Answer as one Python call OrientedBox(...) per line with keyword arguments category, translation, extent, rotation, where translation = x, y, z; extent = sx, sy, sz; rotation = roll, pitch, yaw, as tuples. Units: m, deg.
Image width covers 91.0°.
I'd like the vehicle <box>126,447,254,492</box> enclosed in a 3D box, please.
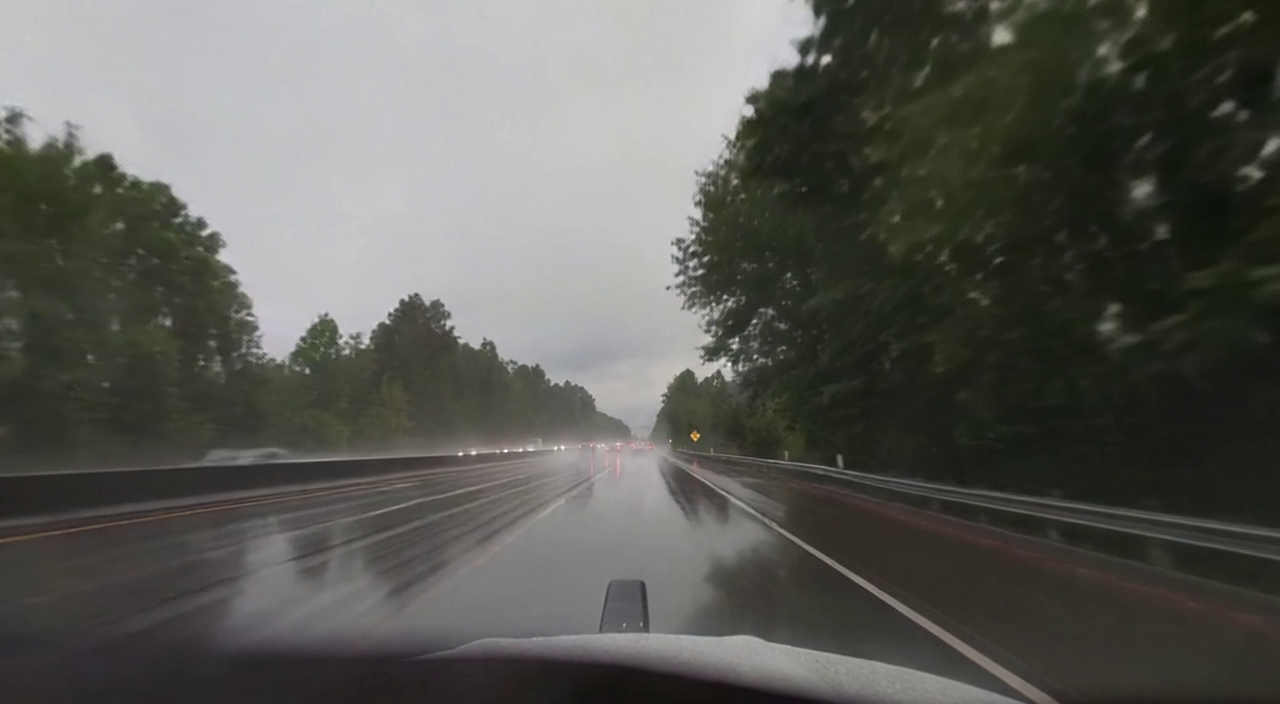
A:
OrientedBox(category="vehicle", translation=(-15.751, 4.080, 22.302), extent=(1.693, 1.418, 3.862), rotation=(0, -8, 0))
